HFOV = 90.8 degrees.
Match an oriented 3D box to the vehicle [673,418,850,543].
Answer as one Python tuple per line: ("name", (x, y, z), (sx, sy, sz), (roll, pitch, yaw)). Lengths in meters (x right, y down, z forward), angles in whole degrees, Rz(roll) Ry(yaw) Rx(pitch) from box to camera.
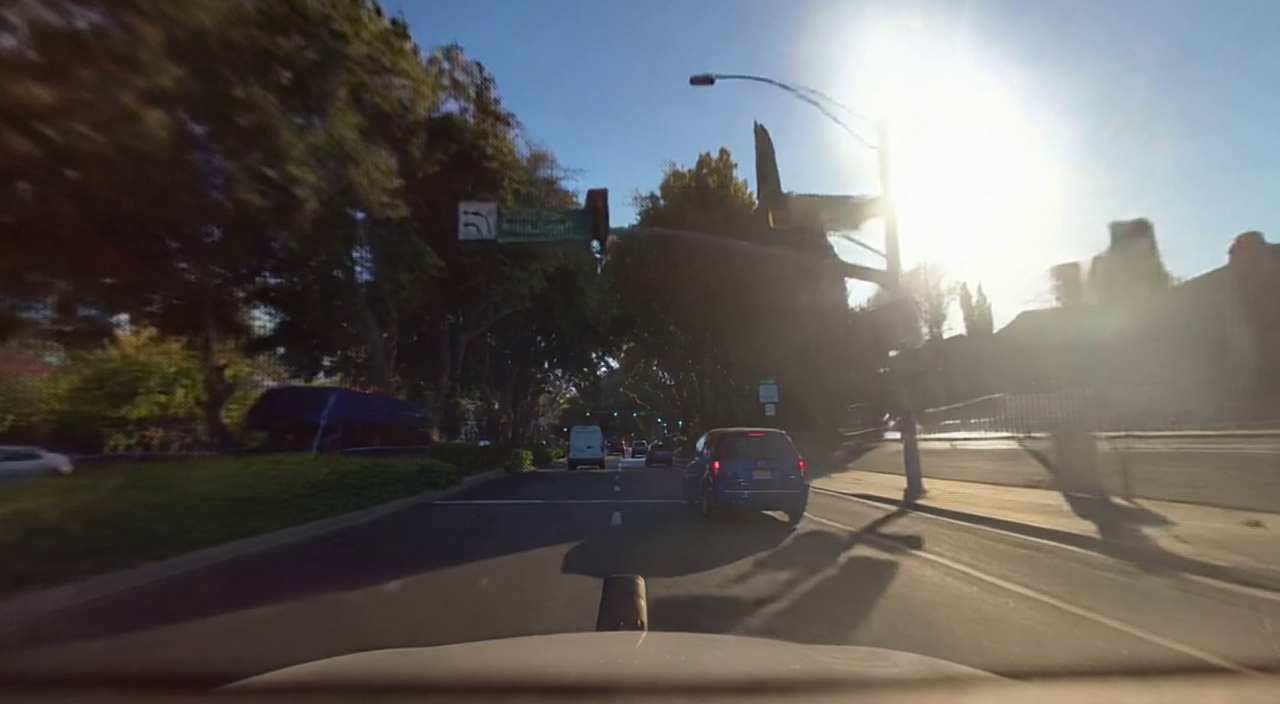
("vehicle", (1.757, 2.052, 10.669), (1.965, 1.671, 4.146), (1, -9, -3))

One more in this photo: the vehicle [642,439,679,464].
("vehicle", (1.341, 6.933, 44.105), (2.248, 1.692, 4.252), (1, -9, -3))

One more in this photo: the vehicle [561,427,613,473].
("vehicle", (-2.531, 4.842, 31.269), (2.228, 2.054, 4.309), (0, -9, -1))

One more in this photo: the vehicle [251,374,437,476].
("vehicle", (-12.786, 3.539, 29.152), (3.206, 3.740, 11.455), (0, -9, -1))
